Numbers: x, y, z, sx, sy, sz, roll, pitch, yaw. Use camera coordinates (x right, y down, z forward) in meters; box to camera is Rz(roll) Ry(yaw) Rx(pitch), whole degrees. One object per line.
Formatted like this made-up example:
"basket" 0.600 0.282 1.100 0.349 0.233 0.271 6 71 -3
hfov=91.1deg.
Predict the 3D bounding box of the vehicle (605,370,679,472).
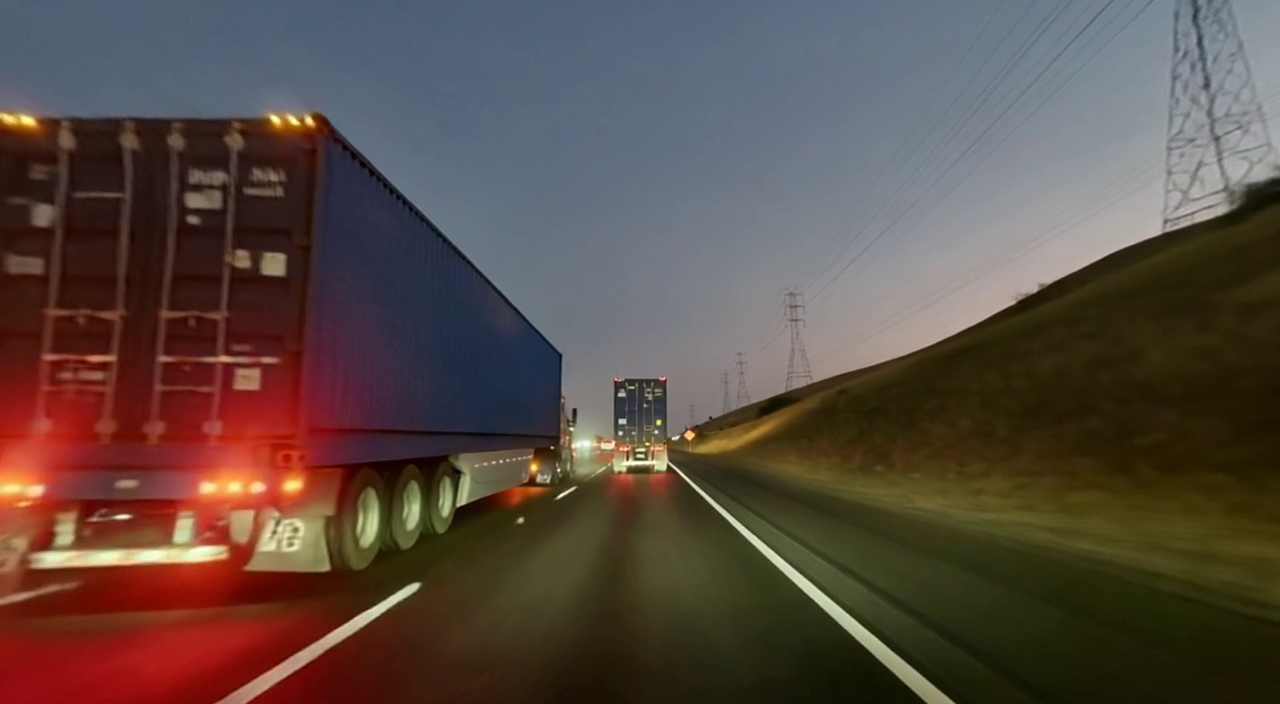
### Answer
"vehicle" -0.012 3.647 31.424 3.006 4.120 11.586 0 -8 -1

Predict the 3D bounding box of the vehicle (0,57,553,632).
"vehicle" -4.133 0.811 11.225 3.065 4.105 13.706 0 -8 1
